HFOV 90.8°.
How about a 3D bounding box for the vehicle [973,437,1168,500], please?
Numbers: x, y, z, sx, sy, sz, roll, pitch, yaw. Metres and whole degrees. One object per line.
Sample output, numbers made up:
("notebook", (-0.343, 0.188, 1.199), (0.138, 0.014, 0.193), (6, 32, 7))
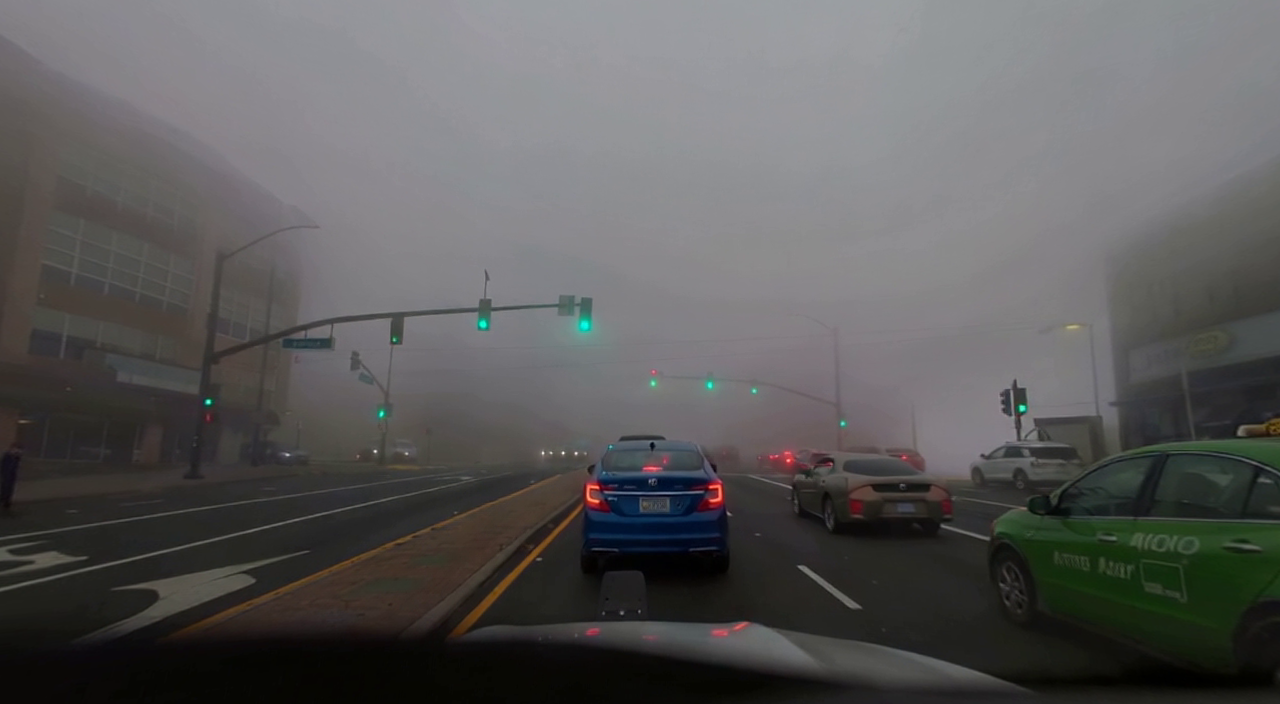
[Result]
("vehicle", (14.067, 3.831, 21.315), (2.309, 1.819, 5.793), (0, -9, -3))

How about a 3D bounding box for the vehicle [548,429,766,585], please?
("vehicle", (0.134, 1.807, 8.204), (2.067, 1.471, 4.241), (0, -9, -1))

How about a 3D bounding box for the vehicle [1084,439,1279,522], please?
("vehicle", (14.178, 3.109, 15.916), (2.235, 1.721, 5.230), (0, -9, 1))
